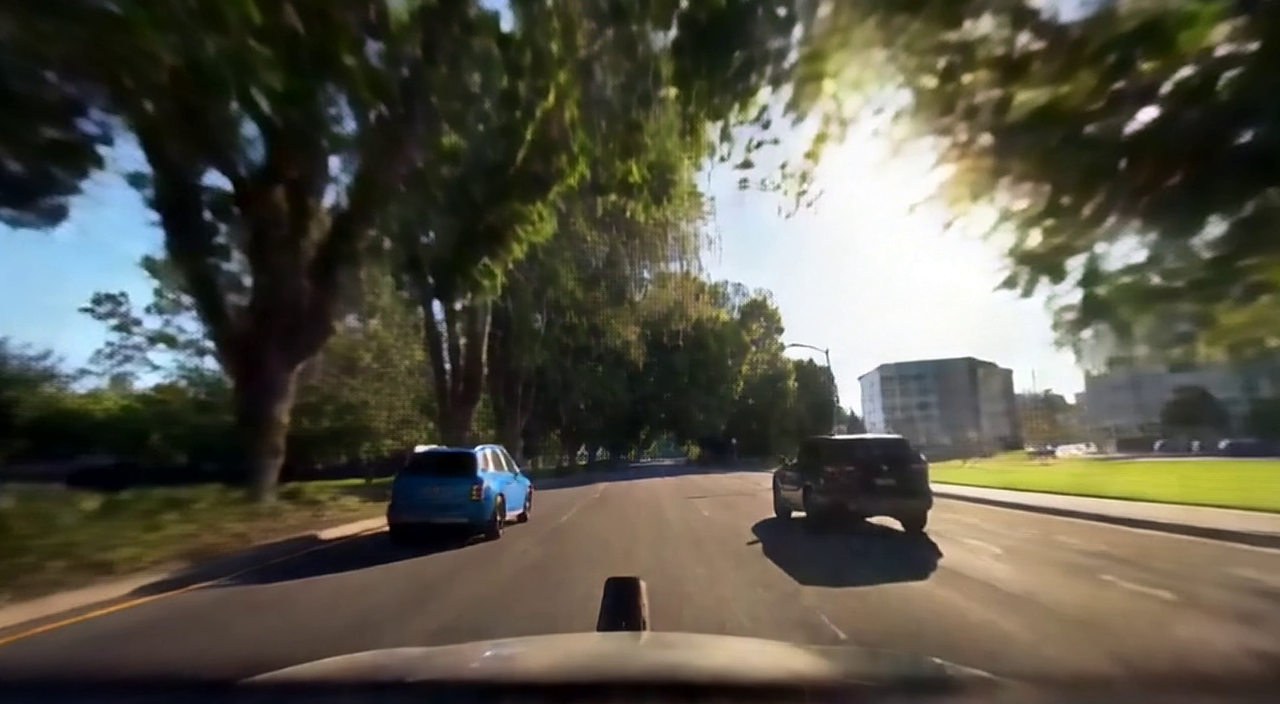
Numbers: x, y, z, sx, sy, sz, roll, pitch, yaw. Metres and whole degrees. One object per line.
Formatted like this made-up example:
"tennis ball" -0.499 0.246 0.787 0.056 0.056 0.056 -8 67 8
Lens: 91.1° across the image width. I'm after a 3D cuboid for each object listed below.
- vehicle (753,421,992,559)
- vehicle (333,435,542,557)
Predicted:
"vehicle" 3.468 2.184 10.696 2.087 1.759 5.040 0 -9 -1
"vehicle" -3.105 2.307 10.763 2.025 1.635 4.293 0 -9 1
